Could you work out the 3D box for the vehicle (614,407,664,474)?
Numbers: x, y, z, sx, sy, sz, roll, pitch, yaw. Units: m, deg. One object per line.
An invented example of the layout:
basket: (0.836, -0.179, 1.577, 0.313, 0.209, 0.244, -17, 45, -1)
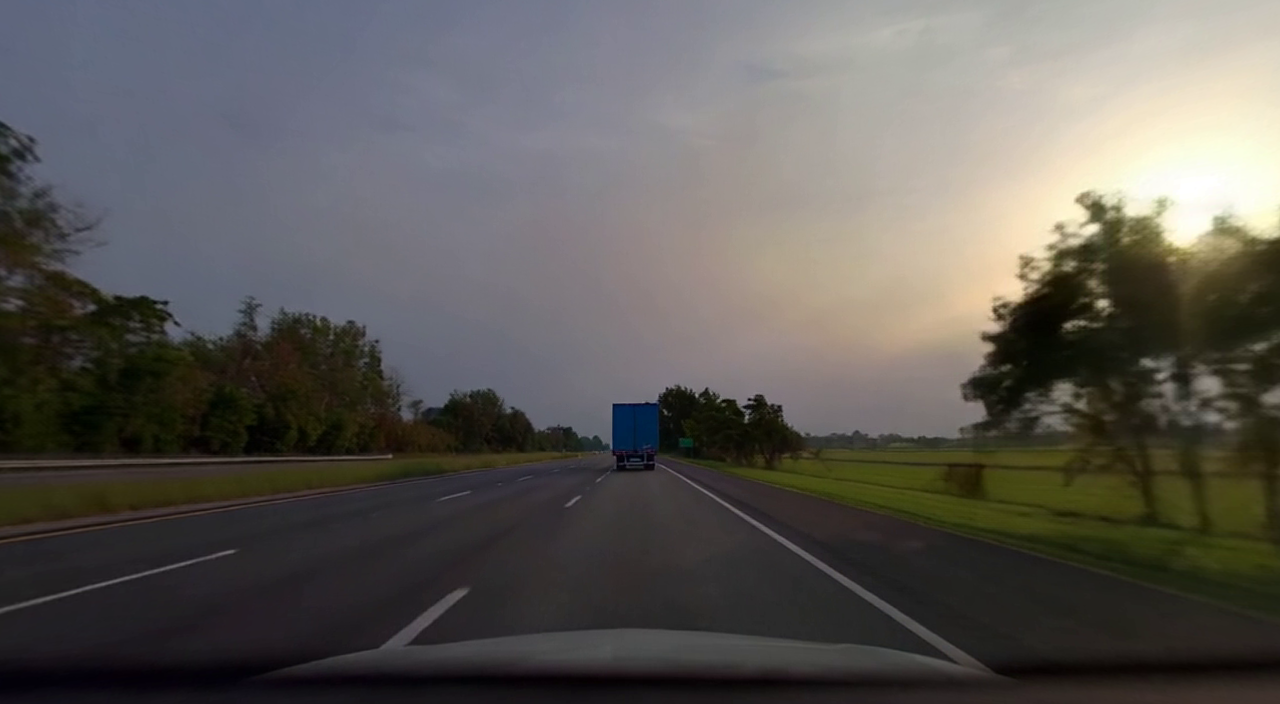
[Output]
vehicle: (-0.092, 6.129, 42.992, 2.982, 3.947, 11.075, 0, -9, 0)
